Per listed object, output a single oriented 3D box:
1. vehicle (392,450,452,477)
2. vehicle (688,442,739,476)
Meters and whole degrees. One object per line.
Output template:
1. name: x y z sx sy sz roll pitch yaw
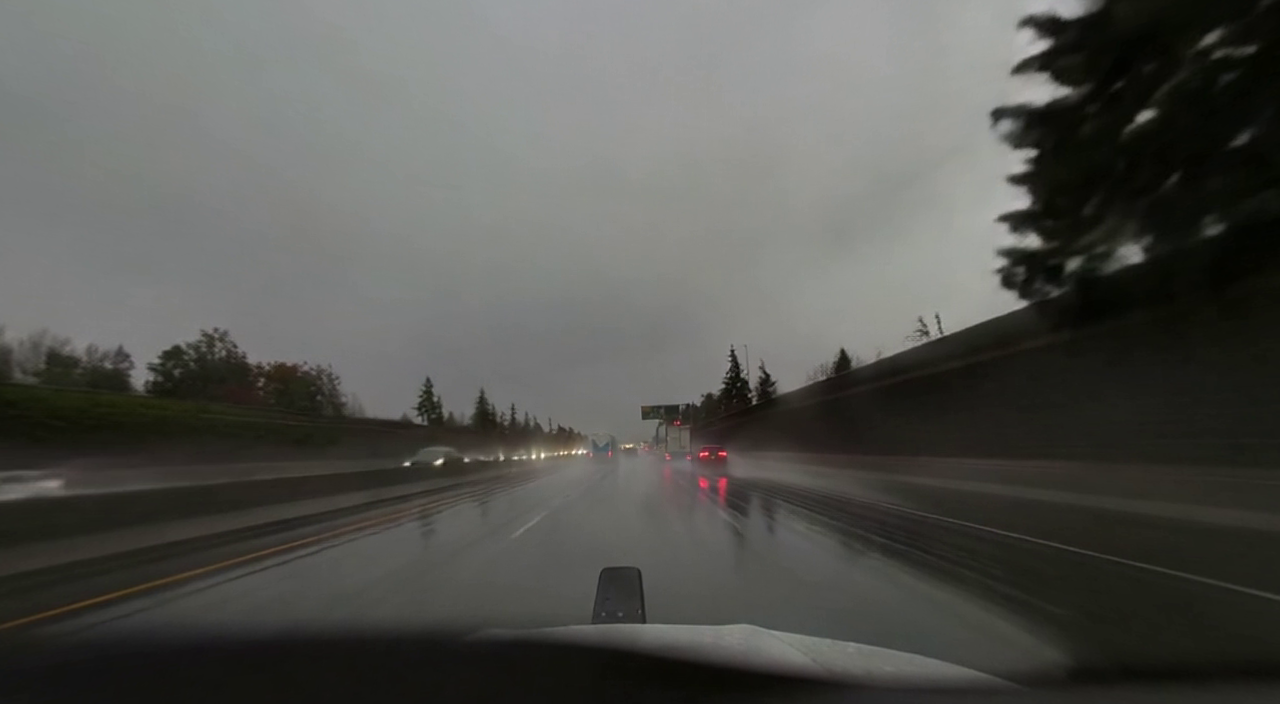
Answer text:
1. vehicle: -12.627 6.480 36.917 1.855 1.481 4.580 0 -9 0
2. vehicle: 3.793 5.607 33.232 2.066 1.638 4.158 0 -9 -2
